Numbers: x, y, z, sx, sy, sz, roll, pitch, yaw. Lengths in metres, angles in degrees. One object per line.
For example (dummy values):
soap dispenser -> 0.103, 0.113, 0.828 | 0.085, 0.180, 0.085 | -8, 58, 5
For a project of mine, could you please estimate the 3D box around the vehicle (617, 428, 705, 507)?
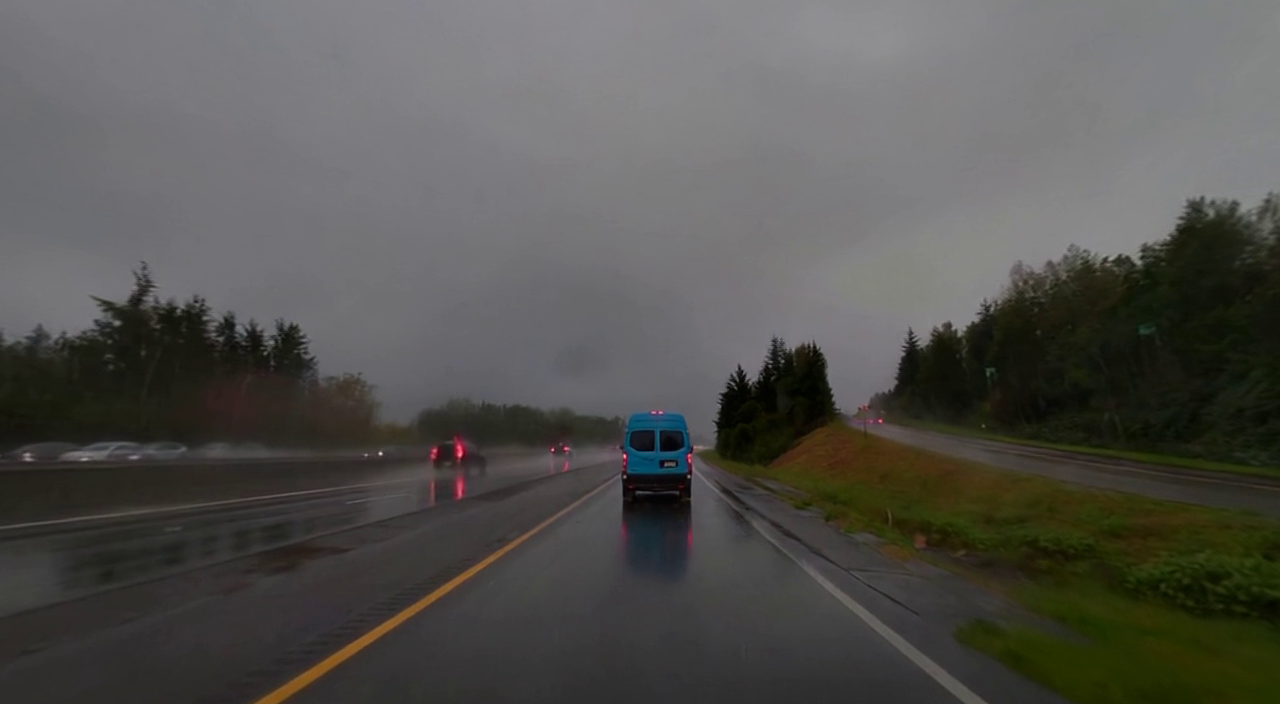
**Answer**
vehicle -> 0.504, 3.048, 17.107 | 2.043, 1.821, 4.558 | 0, -8, 0

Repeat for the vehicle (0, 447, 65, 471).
vehicle -> -41.252, 7.095, 41.868 | 1.803, 1.464, 4.455 | -1, -8, 3

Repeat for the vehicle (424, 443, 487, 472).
vehicle -> -11.547, 6.584, 39.871 | 2.050, 1.676, 5.319 | -1, -8, 4

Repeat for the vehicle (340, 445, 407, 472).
vehicle -> -16.047, 6.423, 38.243 | 1.933, 1.485, 4.454 | -1, -8, 4
